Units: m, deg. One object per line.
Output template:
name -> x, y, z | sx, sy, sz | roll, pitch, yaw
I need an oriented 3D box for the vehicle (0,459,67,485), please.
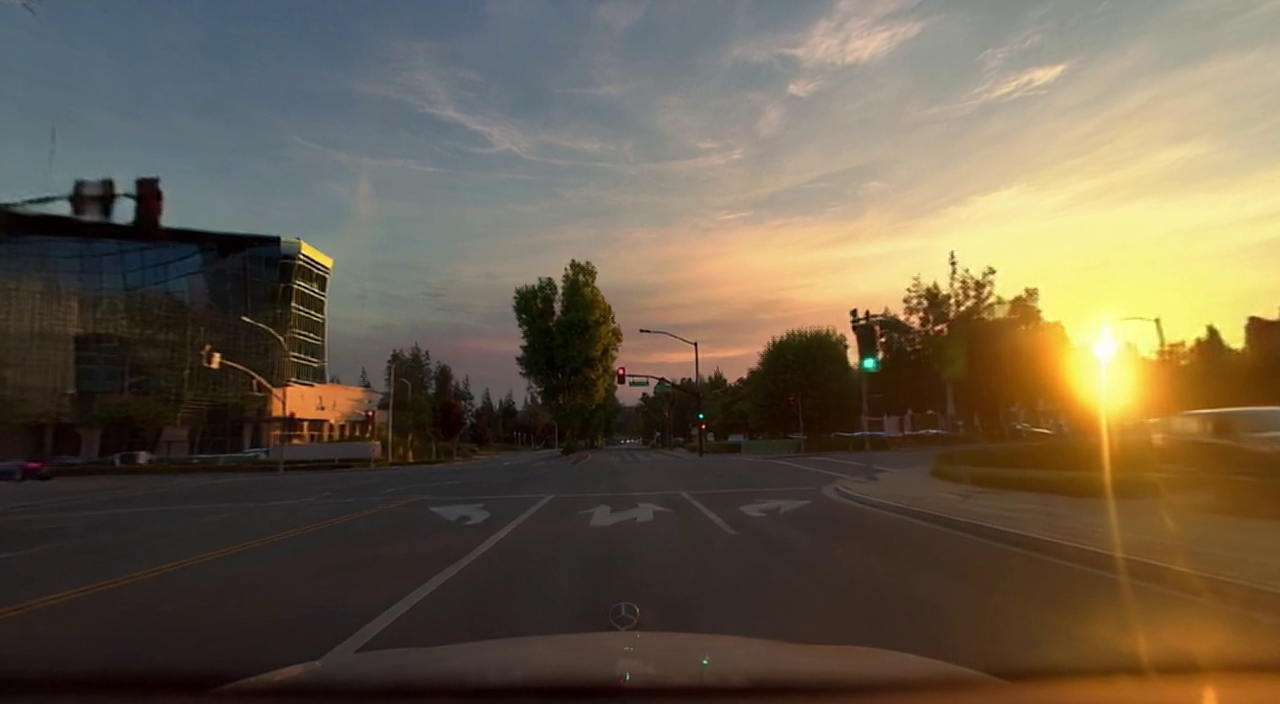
vehicle -> -38.960, 7.435, 39.253 | 4.660, 1.478, 2.007 | 0, -9, -3

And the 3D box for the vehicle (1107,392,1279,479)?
vehicle -> 11.989, 1.586, 11.960 | 4.670, 1.476, 2.042 | 0, -8, 0
